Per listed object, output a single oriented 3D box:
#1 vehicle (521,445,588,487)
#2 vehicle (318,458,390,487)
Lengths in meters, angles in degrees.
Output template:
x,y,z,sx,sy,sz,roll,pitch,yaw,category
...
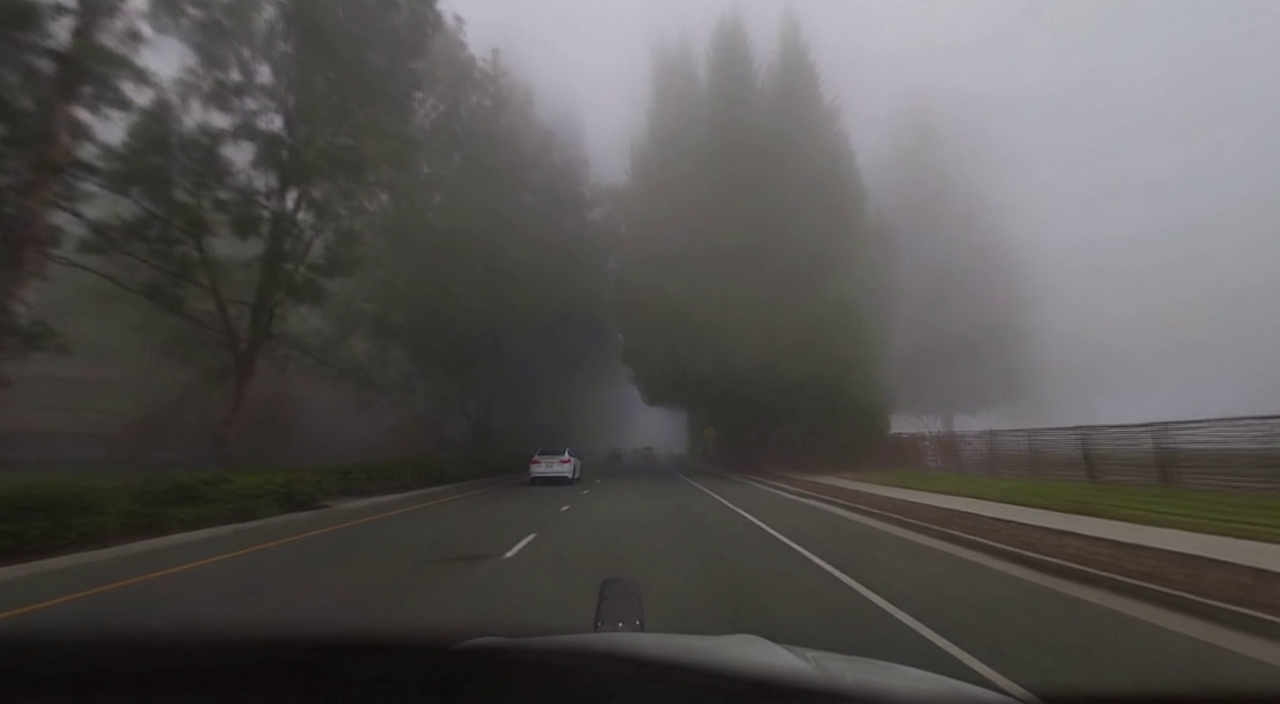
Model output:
x,y,z,sx,sy,sz,roll,pitch,yaw,category
-3.161,4.311,24.125,1.870,1.431,4.317,-1,-9,1,vehicle
-16.775,7.053,37.300,1.992,1.483,4.649,-1,-9,1,vehicle
